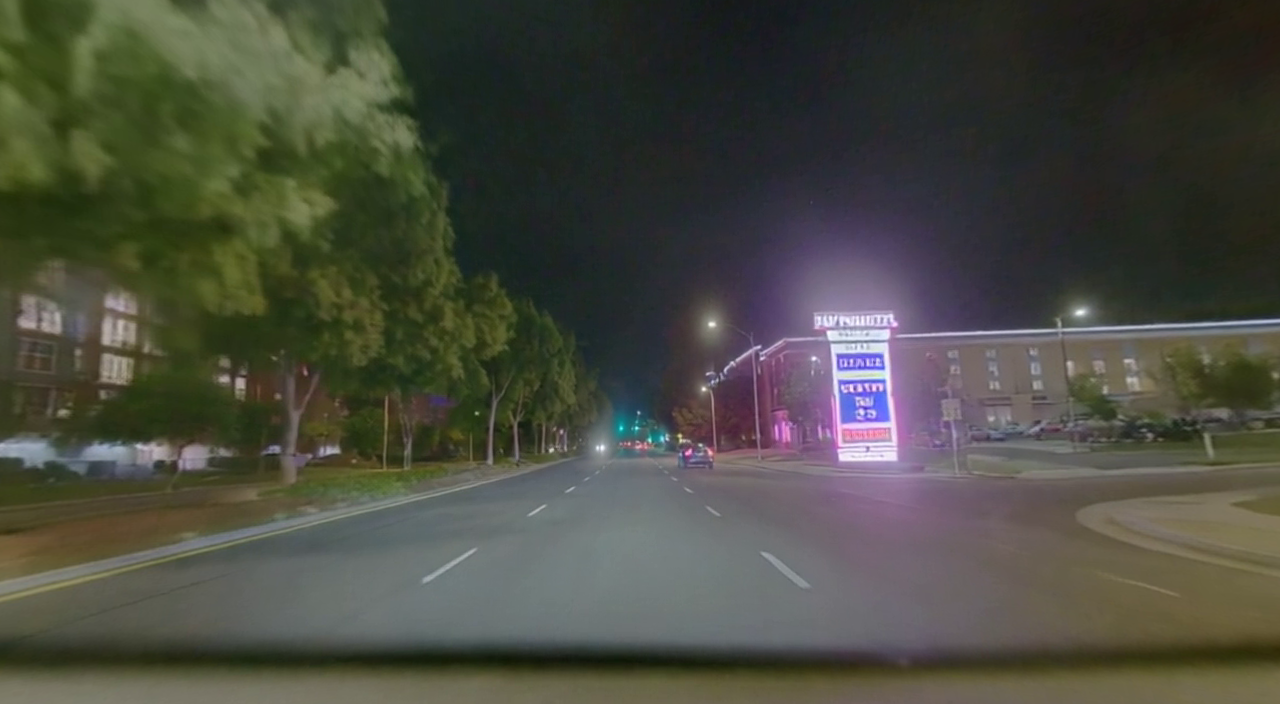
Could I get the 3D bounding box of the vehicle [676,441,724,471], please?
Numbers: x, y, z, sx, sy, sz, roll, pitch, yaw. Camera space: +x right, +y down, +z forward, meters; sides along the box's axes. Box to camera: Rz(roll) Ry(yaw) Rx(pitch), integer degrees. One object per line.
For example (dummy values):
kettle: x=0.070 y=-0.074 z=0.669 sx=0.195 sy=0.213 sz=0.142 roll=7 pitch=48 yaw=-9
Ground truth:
vehicle: x=3.195 y=5.670 z=34.693 sx=2.033 sy=1.482 sz=4.571 roll=0 pitch=-8 yaw=-2
